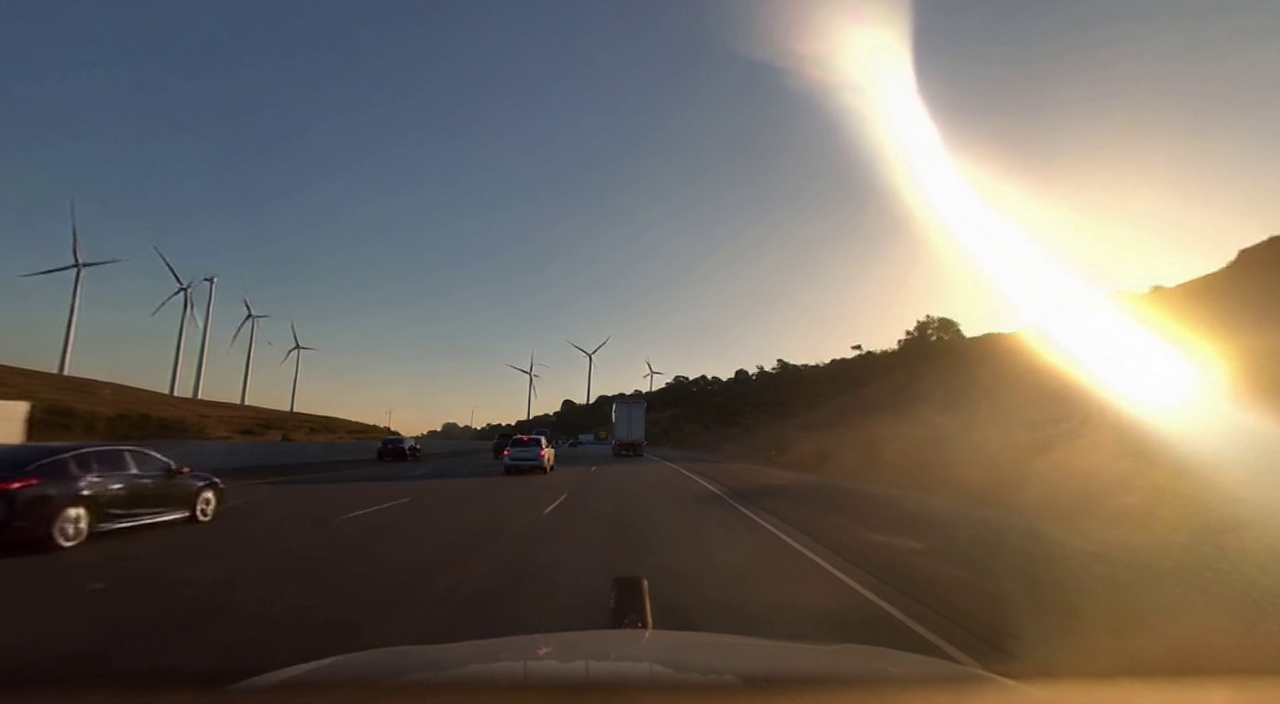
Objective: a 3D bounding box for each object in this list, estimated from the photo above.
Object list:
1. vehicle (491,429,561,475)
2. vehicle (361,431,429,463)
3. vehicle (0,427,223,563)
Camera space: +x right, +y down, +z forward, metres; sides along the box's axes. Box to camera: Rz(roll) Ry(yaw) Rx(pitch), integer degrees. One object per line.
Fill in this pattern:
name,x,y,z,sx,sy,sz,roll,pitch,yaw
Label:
vehicle,-4.490,3.999,25.274,2.109,1.684,3.783,0,-8,0
vehicle,-15.453,6.014,39.988,2.285,1.835,5.672,0,-8,-2
vehicle,-8.161,1.754,8.183,2.271,1.488,4.597,0,-8,0
